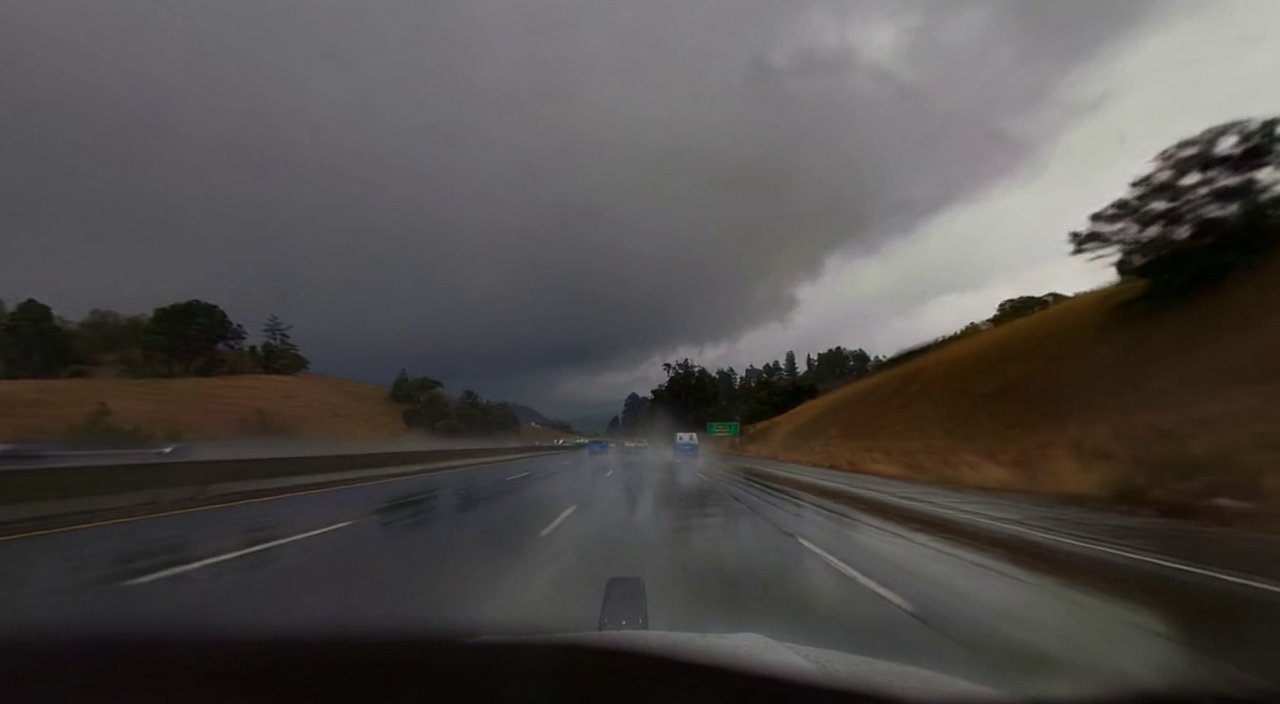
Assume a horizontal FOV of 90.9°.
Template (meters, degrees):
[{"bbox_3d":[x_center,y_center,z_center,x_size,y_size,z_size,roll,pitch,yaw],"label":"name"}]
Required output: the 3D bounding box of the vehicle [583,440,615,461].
[{"bbox_3d":[-3.192,7.760,49.976,2.159,1.562,4.441,0,-8,1],"label":"vehicle"}]
